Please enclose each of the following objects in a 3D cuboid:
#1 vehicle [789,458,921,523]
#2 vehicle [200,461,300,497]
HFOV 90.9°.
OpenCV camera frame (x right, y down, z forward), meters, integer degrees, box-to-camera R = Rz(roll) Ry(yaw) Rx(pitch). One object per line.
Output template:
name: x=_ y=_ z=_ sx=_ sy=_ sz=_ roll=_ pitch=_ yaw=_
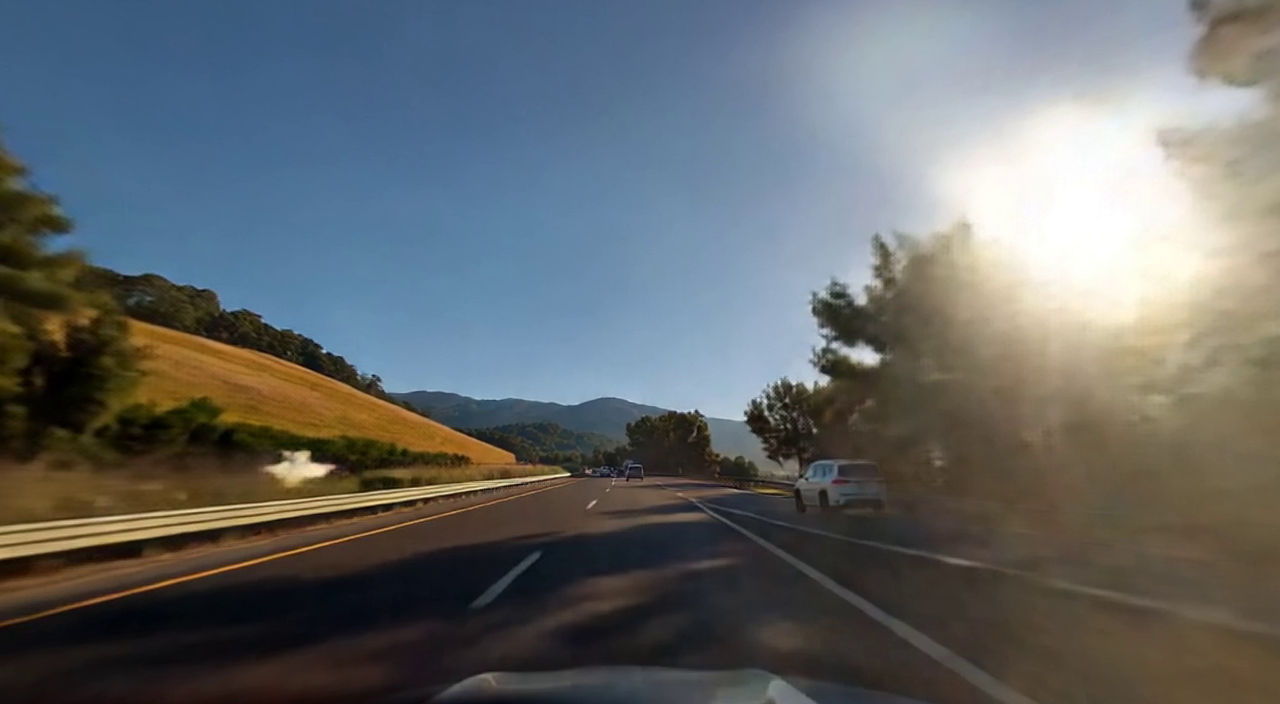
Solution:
vehicle: x=6.585 y=4.308 z=19.963 sx=2.089 sy=1.770 sz=4.571 roll=2 pitch=-11 yaw=-7
vehicle: x=-17.293 y=5.656 z=28.209 sx=1.852 sy=1.416 sz=3.987 roll=0 pitch=-11 yaw=1
